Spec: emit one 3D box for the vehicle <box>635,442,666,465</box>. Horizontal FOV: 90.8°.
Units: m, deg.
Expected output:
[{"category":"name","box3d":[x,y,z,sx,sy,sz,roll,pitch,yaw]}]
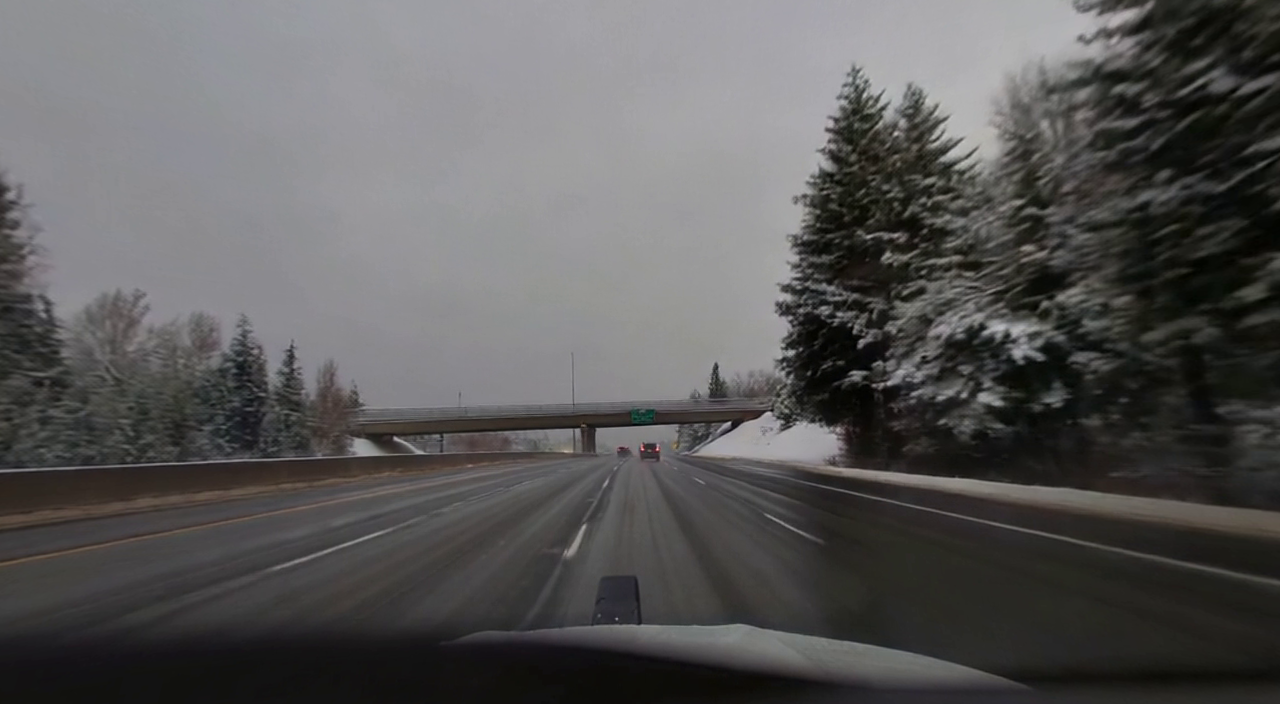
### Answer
[{"category":"vehicle","box3d":[0.634,6.806,42.433,1.970,1.477,4.158,0,-9,-1]}]
